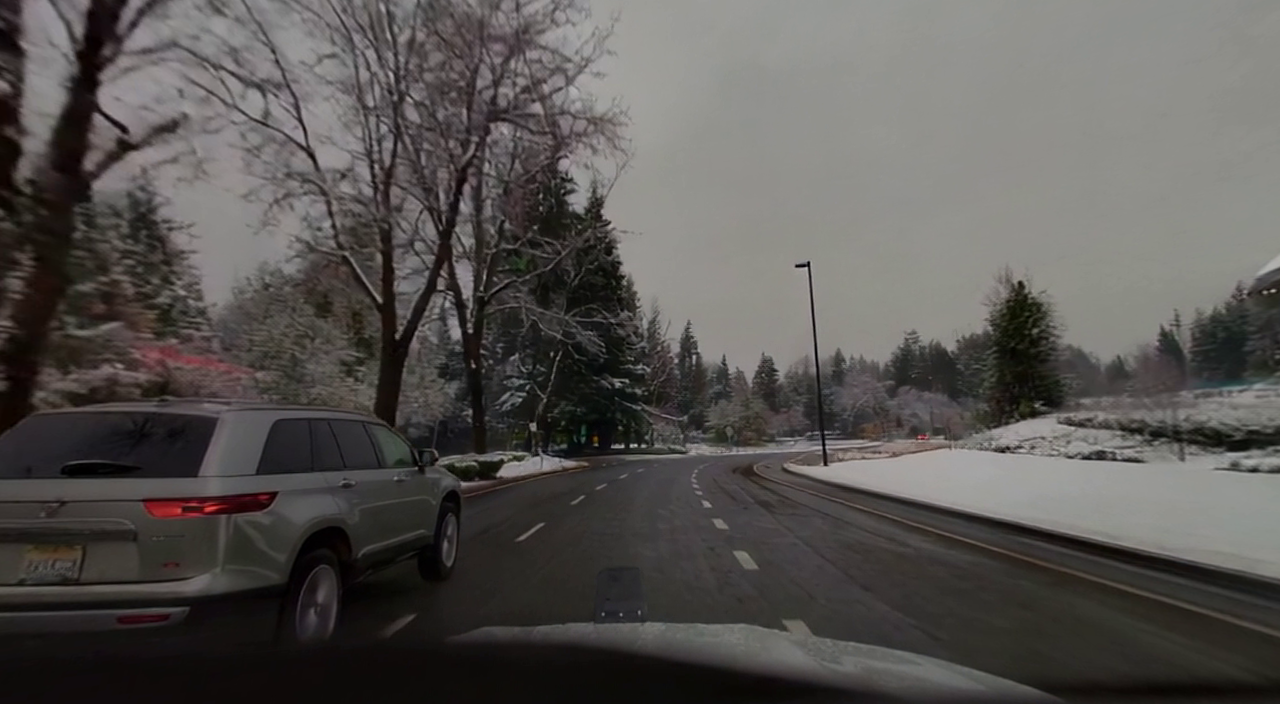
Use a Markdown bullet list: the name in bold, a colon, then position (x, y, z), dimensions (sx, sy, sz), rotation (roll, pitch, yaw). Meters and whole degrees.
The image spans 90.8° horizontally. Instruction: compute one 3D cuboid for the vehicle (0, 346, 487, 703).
- **vehicle**: position (-2.770, 1.158, 4.596), dimensions (2.067, 1.700, 4.561), rotation (0, -8, 1)
